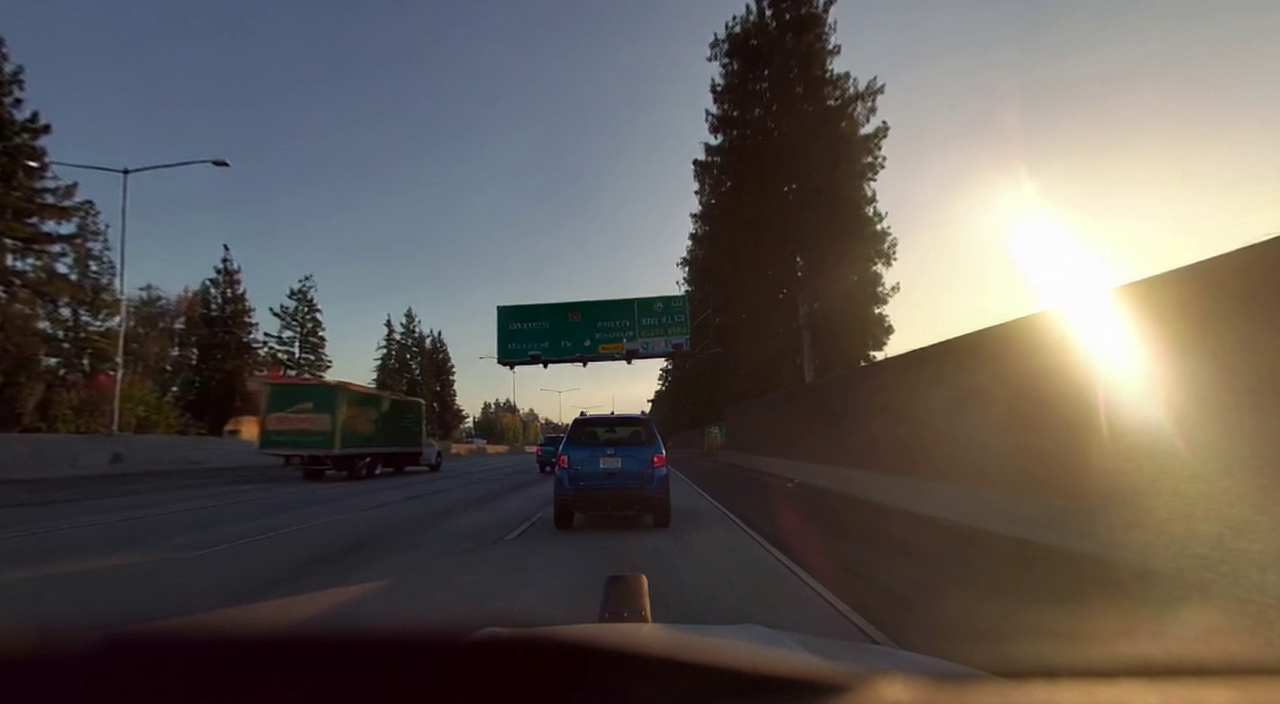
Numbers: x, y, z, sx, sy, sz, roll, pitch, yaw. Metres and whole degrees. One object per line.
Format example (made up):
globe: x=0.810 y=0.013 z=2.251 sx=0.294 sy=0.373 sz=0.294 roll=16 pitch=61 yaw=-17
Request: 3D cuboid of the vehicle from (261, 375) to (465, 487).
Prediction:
vehicle: x=-10.848 y=3.495 z=26.996 sx=3.347 sy=3.686 sz=12.113 roll=0 pitch=-8 yaw=-1

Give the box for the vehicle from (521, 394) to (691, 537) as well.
vehicle: x=-0.494 y=1.958 z=11.386 sx=2.395 sy=2.013 sz=4.734 roll=0 pitch=-8 yaw=0
